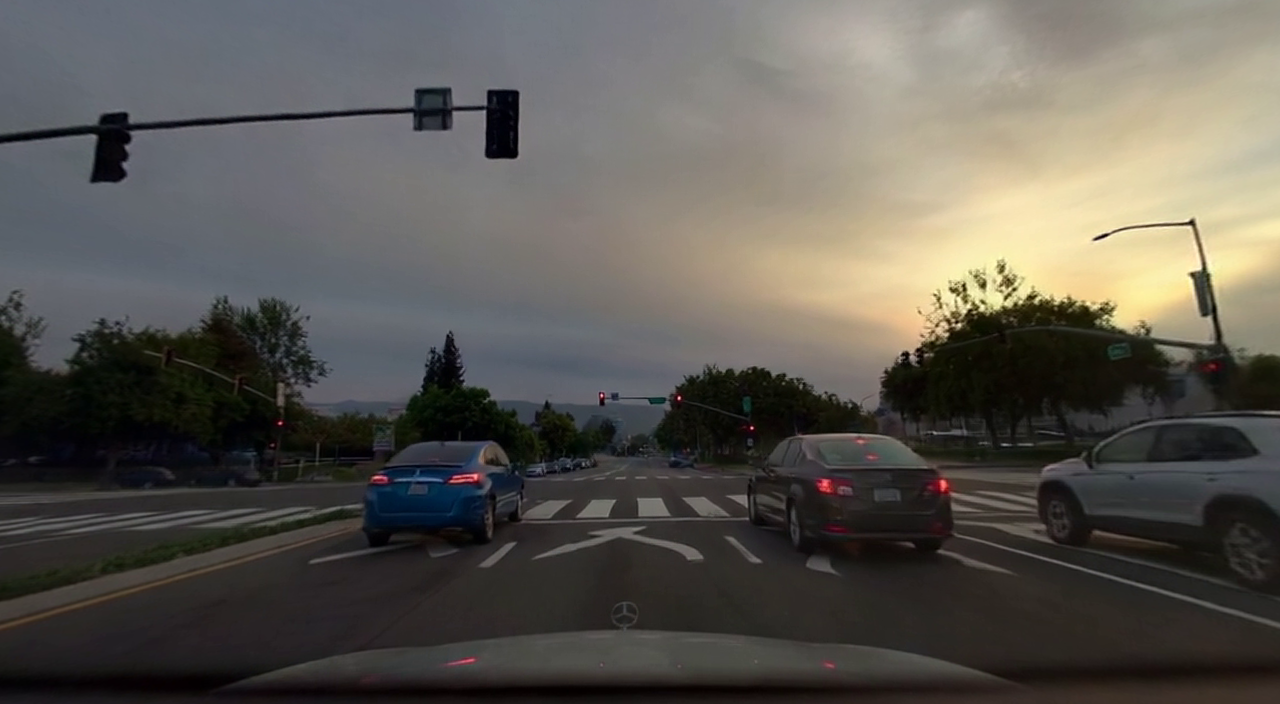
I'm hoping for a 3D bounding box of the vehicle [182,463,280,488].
[{"bbox_3d":[-25.802,7.780,39.962,4.825,1.483,1.817,0,-9,-3],"label":"vehicle"}]

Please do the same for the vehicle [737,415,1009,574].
[{"bbox_3d":[2.837,1.859,9.047,2.099,1.671,4.491,0,-9,-1],"label":"vehicle"}]

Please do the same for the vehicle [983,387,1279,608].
[{"bbox_3d":[6.312,1.506,7.233,2.109,1.809,4.528,0,-9,-1],"label":"vehicle"}]

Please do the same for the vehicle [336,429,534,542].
[{"bbox_3d":[-3.099,2.102,10.503,1.969,1.513,3.773,0,-9,1],"label":"vehicle"}]

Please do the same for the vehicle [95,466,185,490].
[{"bbox_3d":[-33.789,8.518,42.771,4.461,1.469,1.788,0,-9,-2],"label":"vehicle"}]
